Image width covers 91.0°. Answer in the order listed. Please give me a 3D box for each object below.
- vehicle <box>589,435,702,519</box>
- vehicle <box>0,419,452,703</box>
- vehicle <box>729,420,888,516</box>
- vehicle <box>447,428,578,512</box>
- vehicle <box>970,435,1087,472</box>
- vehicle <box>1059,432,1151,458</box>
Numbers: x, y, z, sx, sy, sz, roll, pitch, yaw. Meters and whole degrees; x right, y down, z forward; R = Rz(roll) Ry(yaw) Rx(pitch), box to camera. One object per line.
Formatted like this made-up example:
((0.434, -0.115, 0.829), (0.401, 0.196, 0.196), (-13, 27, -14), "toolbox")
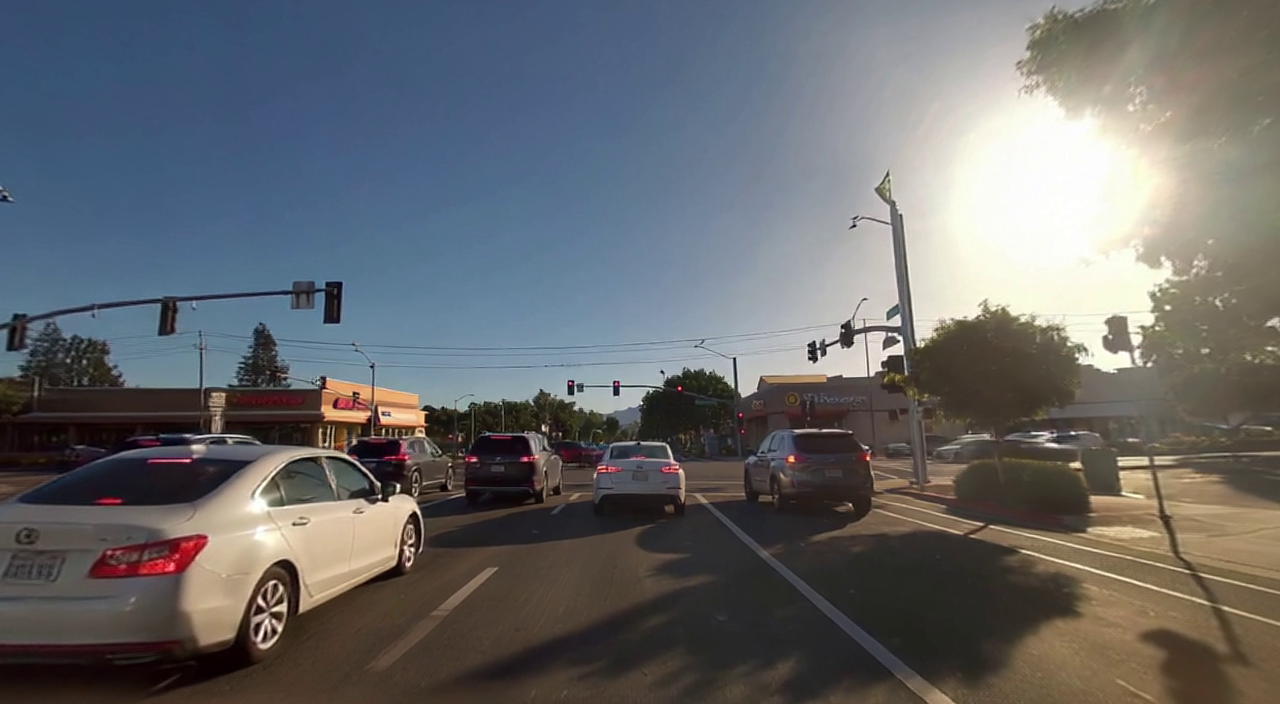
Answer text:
((0.136, 2.578, 13.442), (2.032, 1.499, 3.994), (0, -9, 1), "vehicle")
((-3.332, 1.426, 5.438), (2.014, 1.472, 4.357), (0, -9, 1), "vehicle")
((3.319, 2.409, 13.492), (2.076, 1.691, 4.402), (0, -9, -2), "vehicle")
((-2.819, 2.729, 14.967), (2.072, 1.694, 4.070), (-1, -9, 3), "vehicle")
((16.800, 4.401, 27.418), (3.822, 1.514, 1.905), (-2, -9, 10), "vehicle")
((30.558, 6.132, 41.456), (4.432, 1.680, 1.932), (0, -9, 2), "vehicle")
